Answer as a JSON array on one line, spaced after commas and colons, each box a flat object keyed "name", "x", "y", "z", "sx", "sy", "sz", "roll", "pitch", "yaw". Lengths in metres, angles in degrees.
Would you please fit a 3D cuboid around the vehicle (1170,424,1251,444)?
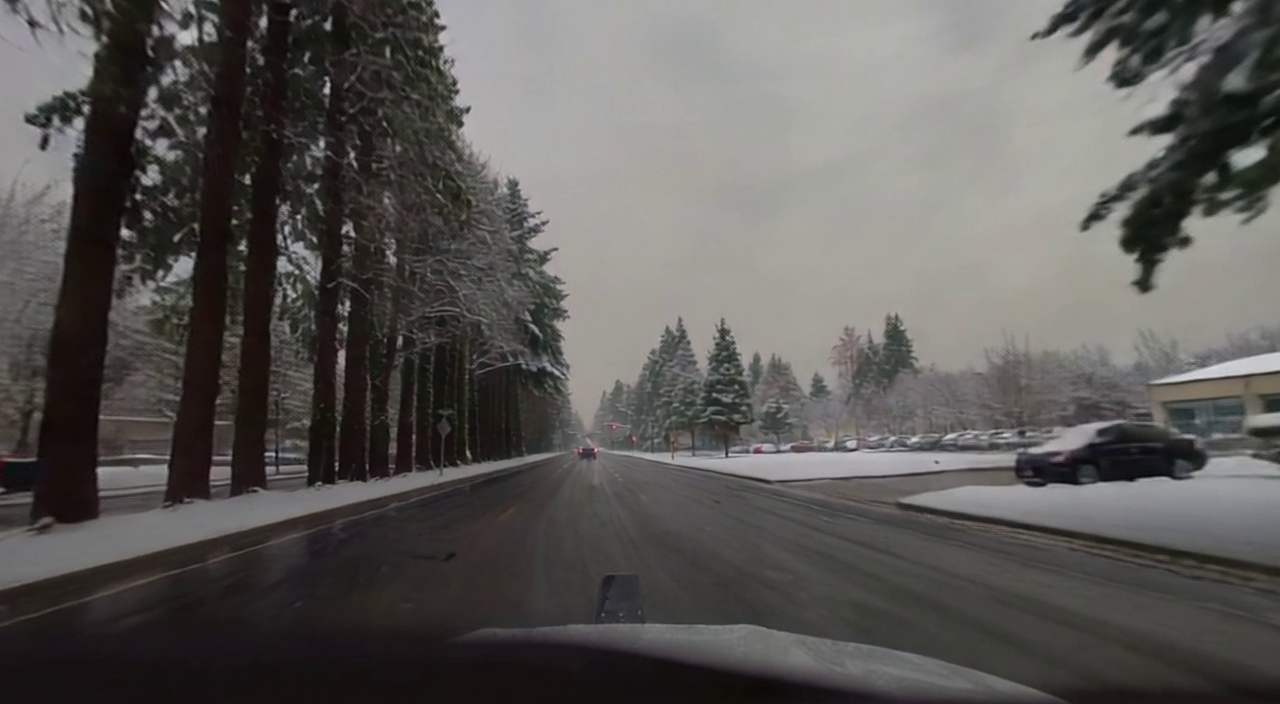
[{"name": "vehicle", "x": 44.248, "y": 6.436, "z": 49.155, "sx": 1.720, "sy": 1.443, "sz": 4.685, "roll": 0, "pitch": -8, "yaw": -3}]
